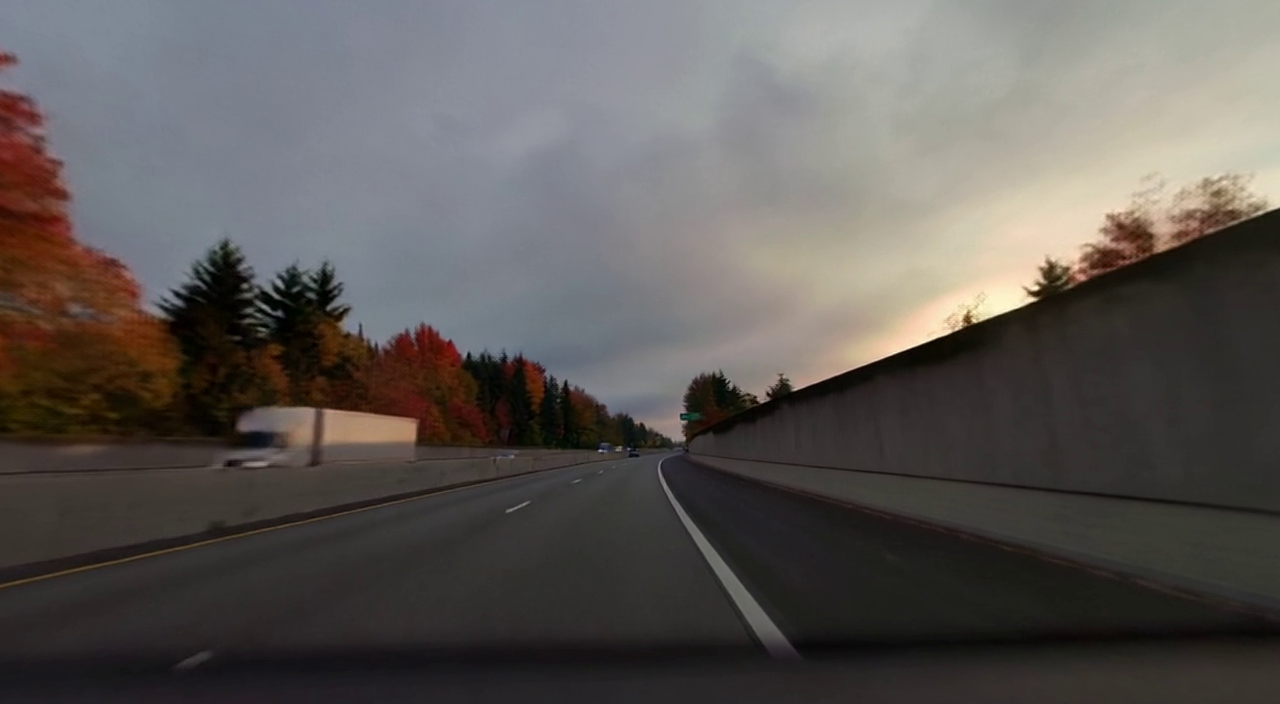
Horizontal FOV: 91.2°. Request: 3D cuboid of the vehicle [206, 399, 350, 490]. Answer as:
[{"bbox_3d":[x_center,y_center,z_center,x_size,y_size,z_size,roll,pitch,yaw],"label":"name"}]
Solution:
[{"bbox_3d":[-18.018,4.715,31.884,3.013,4.047,6.923,0,-9,0],"label":"vehicle"}]
